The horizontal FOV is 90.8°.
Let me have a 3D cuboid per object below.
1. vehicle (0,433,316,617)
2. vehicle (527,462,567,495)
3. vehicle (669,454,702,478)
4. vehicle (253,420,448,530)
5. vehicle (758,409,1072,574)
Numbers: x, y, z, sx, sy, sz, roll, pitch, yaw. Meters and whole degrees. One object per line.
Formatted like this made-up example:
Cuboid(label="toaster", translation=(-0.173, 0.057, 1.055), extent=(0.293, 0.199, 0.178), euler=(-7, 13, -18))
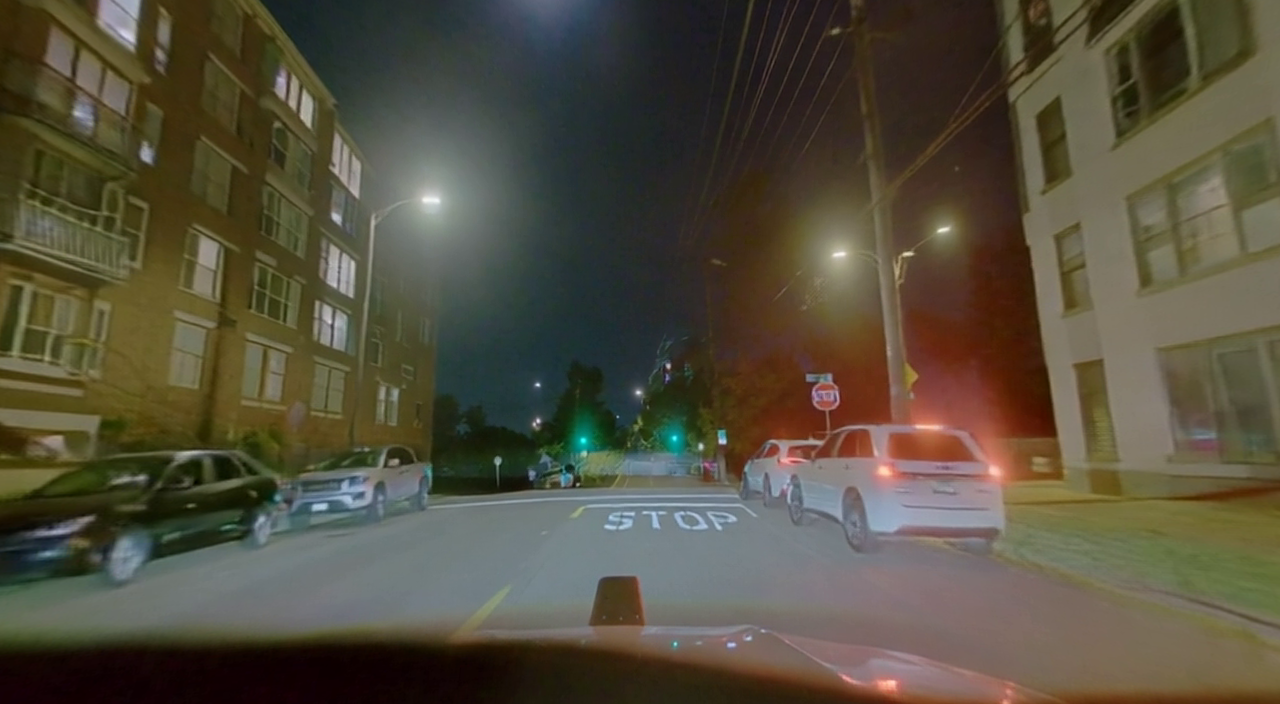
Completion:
Cuboid(label="vehicle", translation=(-6.295, 1.927, 8.003), extent=(2.069, 1.647, 4.359), euler=(-2, -8, 0))
Cuboid(label="vehicle", translation=(-5.894, 8.030, 40.351), extent=(1.987, 1.662, 4.141), euler=(-2, -7, -1))
Cuboid(label="vehicle", translation=(3.376, 8.653, 48.001), extent=(2.051, 1.526, 4.673), euler=(0, -7, -2))
Cuboid(label="vehicle", translation=(-6.117, 2.738, 14.249), extent=(2.076, 1.913, 5.060), euler=(-3, -10, -1))
Cuboid(label="vehicle", translation=(3.337, 1.800, 8.984), extent=(2.154, 1.699, 4.591), euler=(0, -8, -4))
